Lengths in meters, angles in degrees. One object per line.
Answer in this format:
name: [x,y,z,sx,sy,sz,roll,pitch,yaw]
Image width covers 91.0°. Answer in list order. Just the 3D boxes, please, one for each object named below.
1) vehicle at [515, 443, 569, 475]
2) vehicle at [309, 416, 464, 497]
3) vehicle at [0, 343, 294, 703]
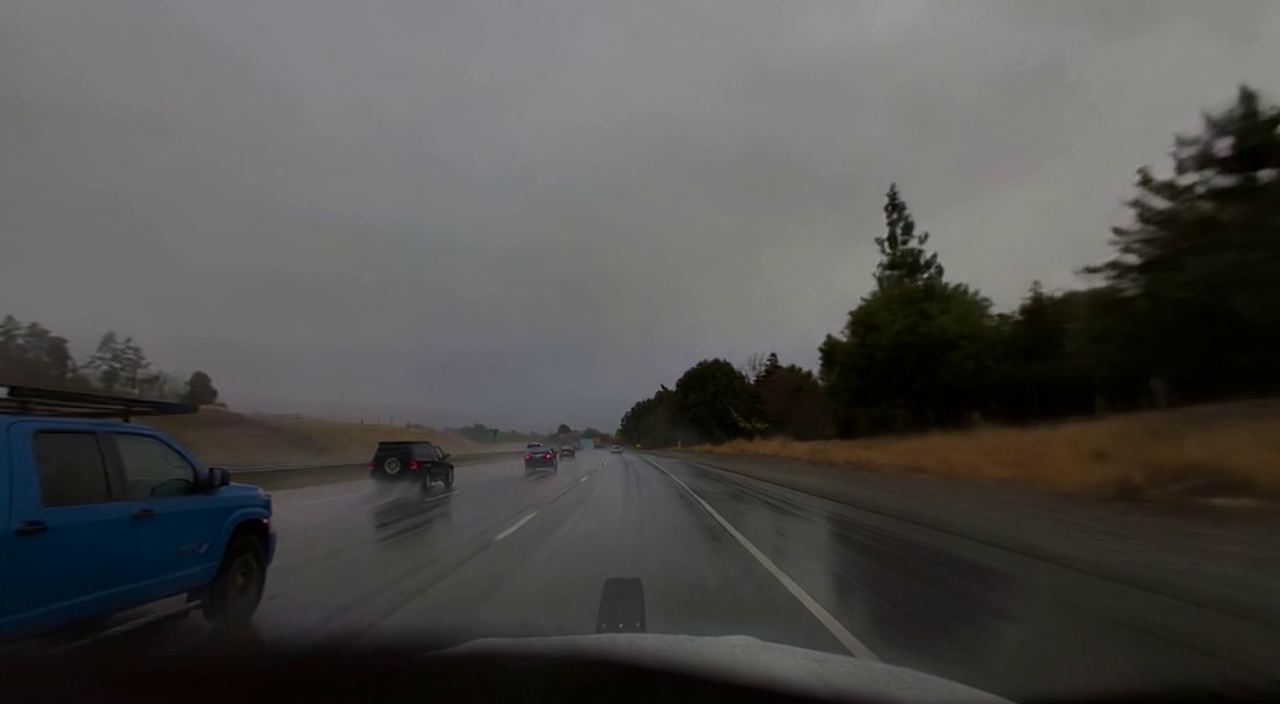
vehicle: [-4.927,5.468,32.274,2.012,1.509,4.359,0,-9,0]
vehicle: [-8.007,3.411,20.826,2.594,2.254,6.028,0,-9,0]
vehicle: [-4.038,0.840,2.664,2.200,1.807,5.041,0,-9,1]
